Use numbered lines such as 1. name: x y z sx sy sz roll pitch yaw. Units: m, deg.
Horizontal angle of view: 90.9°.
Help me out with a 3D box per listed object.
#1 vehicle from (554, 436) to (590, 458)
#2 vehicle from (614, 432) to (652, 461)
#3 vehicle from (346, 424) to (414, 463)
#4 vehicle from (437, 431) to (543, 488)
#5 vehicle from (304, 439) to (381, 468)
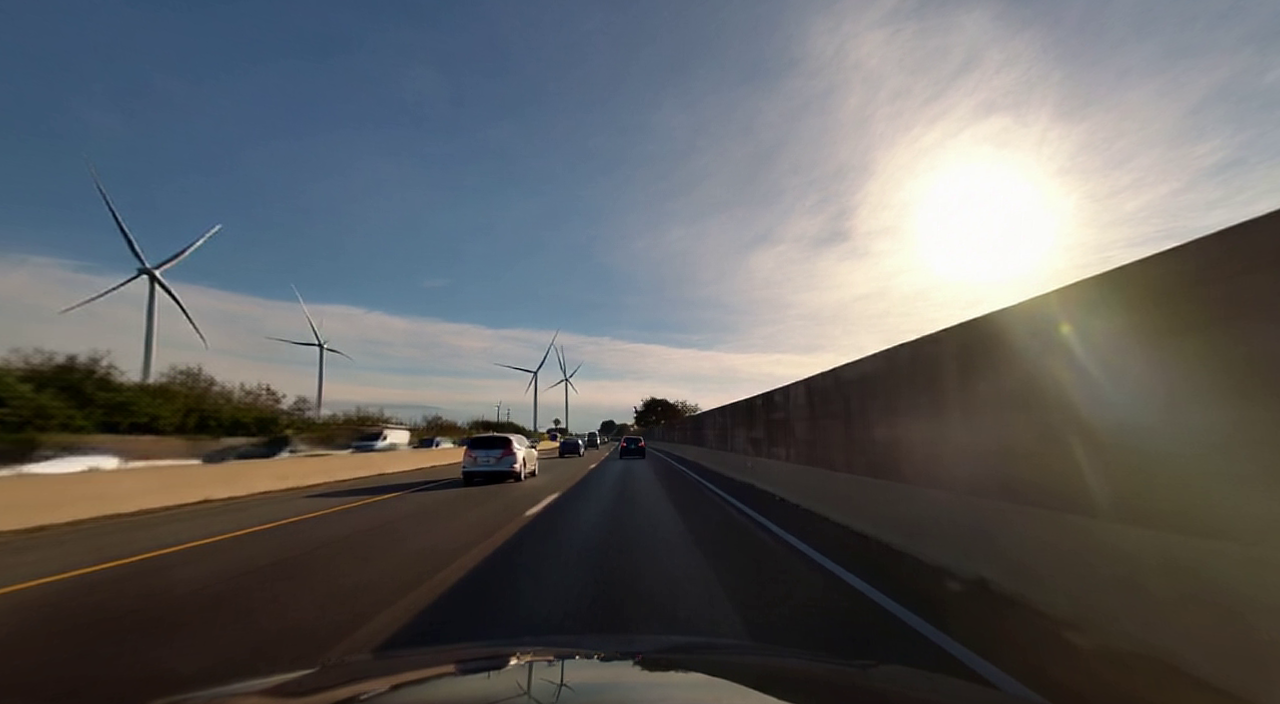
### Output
1. vehicle: -4.587 6.450 43.082 2.059 1.436 3.802 0 -8 -1
2. vehicle: -0.421 5.411 36.145 2.027 1.550 3.607 0 -8 -1
3. vehicle: -18.293 6.460 44.676 2.522 2.584 5.381 0 -8 0
4. vehicle: -4.261 3.105 18.725 1.998 1.468 4.635 0 -8 0
5. vehicle: -18.081 6.151 38.627 2.374 1.628 4.917 0 -8 -1
